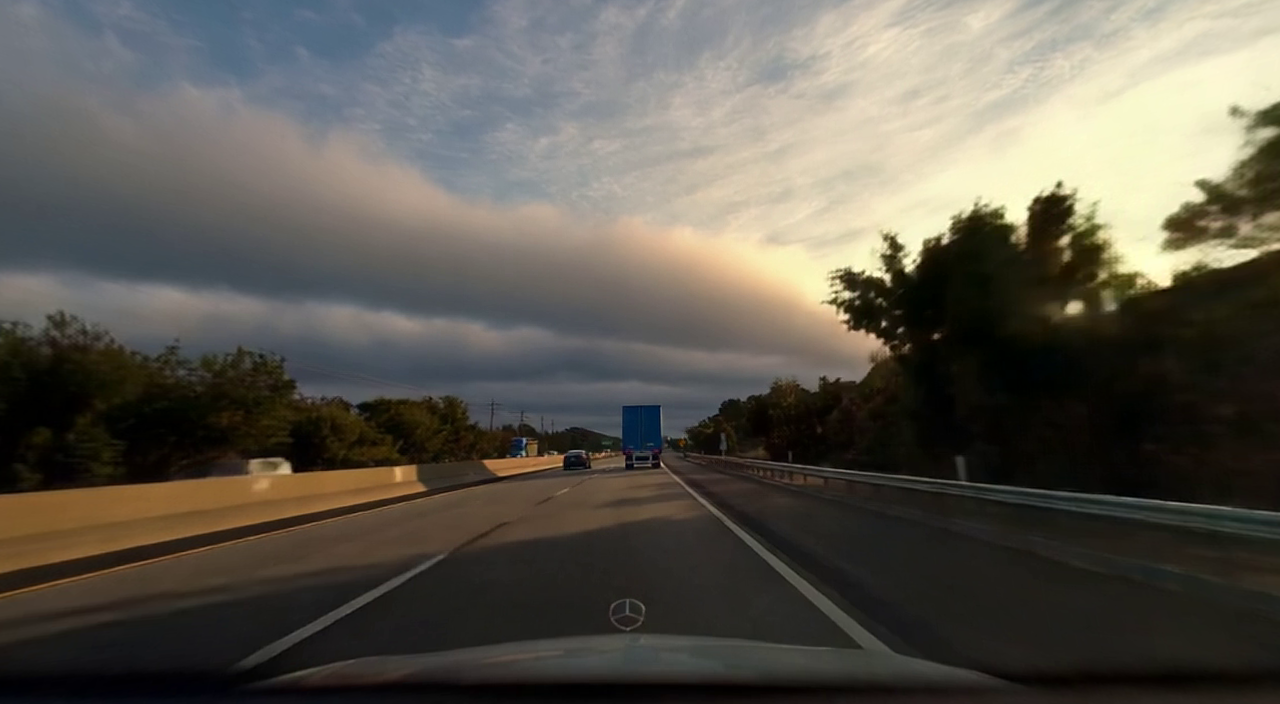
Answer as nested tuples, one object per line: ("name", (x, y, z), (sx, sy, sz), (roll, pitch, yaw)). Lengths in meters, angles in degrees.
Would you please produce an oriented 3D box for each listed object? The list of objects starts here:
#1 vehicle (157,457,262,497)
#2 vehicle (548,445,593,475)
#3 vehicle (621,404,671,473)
("vehicle", (-17.380, 5.022, 25.662), (1.685, 1.429, 3.606), (0, -9, 0))
("vehicle", (-3.912, 6.152, 36.034), (2.063, 1.583, 4.049), (0, -9, 1))
("vehicle", (0.383, 5.803, 41.773), (2.899, 3.966, 10.053), (0, -9, 0))
